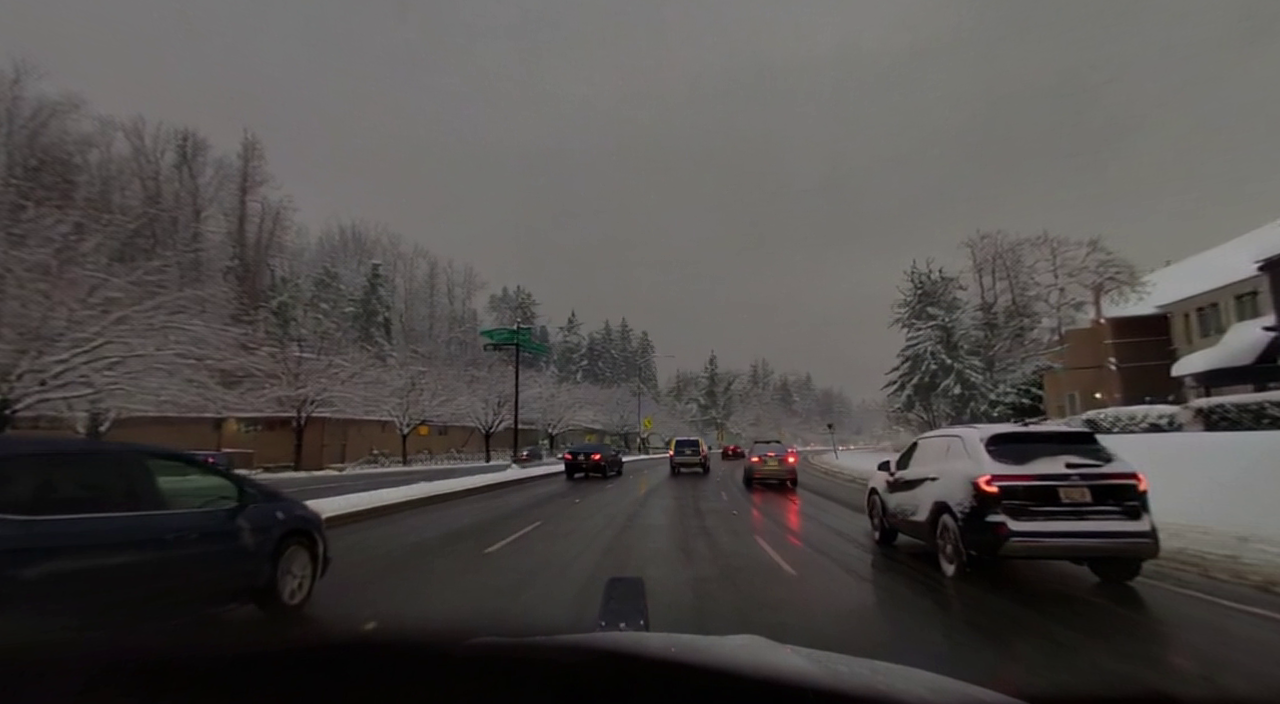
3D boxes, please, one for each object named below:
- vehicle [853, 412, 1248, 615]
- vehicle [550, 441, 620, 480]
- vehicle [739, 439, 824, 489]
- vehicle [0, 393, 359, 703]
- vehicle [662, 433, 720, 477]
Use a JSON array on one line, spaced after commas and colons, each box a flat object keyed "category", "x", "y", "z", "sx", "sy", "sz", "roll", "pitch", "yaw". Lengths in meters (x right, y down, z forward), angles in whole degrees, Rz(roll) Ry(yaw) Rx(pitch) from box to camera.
[{"category": "vehicle", "x": 3.745, "y": 1.502, "z": 6.638, "sx": 1.859, "sy": 1.540, "sz": 3.454, "roll": -1, "pitch": -8, "yaw": 2}, {"category": "vehicle", "x": -2.200, "y": 4.532, "z": 26.560, "sx": 2.006, "sy": 1.464, "sz": 4.586, "roll": -1, "pitch": -9, "yaw": 7}, {"category": "vehicle", "x": 4.587, "y": 3.694, "z": 21.087, "sx": 2.117, "sy": 1.472, "sz": 4.158, "roll": -1, "pitch": -9, "yaw": 4}, {"category": "vehicle", "x": -3.491, "y": 0.973, "z": 2.861, "sx": 2.169, "sy": 1.468, "sz": 4.716, "roll": -1, "pitch": -9, "yaw": 1}, {"category": "vehicle", "x": 2.372, "y": 4.602, "z": 28.288, "sx": 2.250, "sy": 1.768, "sz": 4.574, "roll": -2, "pitch": -9, "yaw": 9}]
